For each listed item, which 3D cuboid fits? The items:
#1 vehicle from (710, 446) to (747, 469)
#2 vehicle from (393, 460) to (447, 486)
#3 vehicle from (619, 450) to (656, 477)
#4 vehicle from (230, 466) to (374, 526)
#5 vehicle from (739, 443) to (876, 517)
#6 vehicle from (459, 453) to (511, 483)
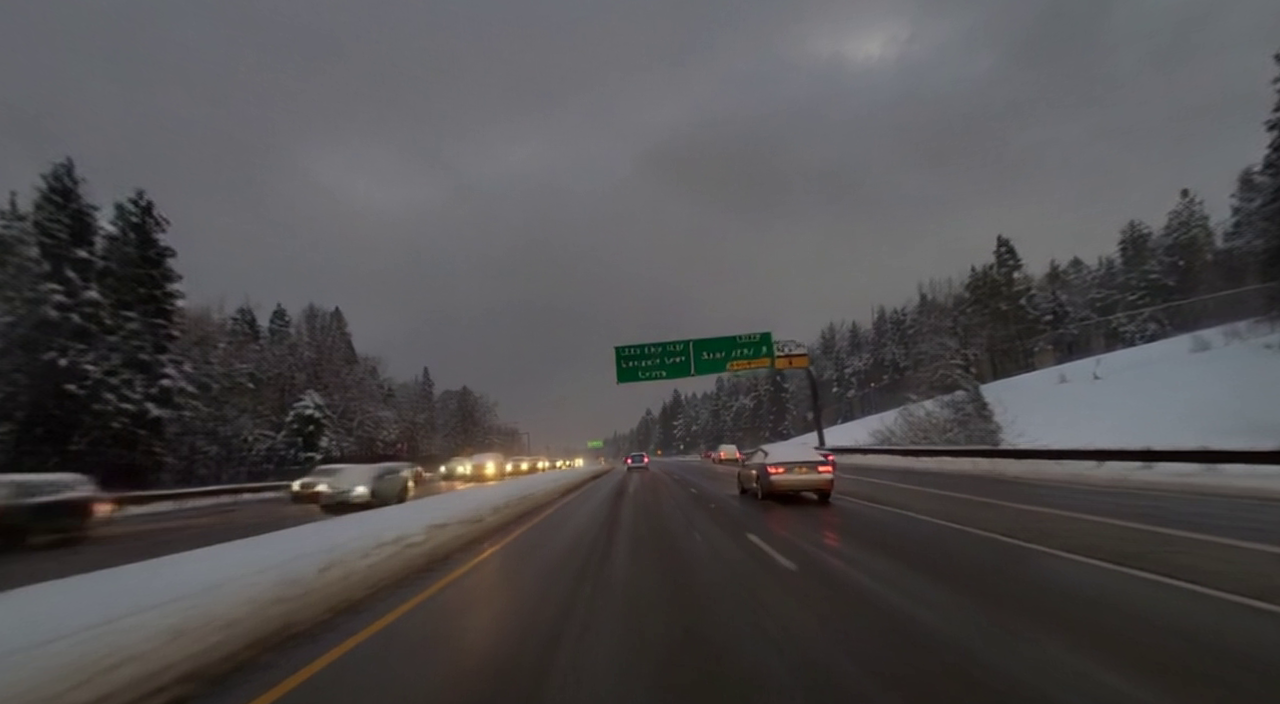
[{"bbox_3d":[6.678,8.024,48.151,2.094,1.652,3.955,0,-9,-3],"label":"vehicle"},{"bbox_3d":[-13.763,7.585,39.818,1.821,1.437,4.457,0,-9,0],"label":"vehicle"},{"bbox_3d":[-0.136,6.588,37.664,2.090,1.510,4.280,0,-9,0],"label":"vehicle"},{"bbox_3d":[-9.874,4.224,18.942,1.940,1.435,4.312,0,-9,0],"label":"vehicle"},{"bbox_3d":[3.775,2.948,15.156,1.972,1.488,4.335,0,-9,-2],"label":"vehicle"},{"bbox_3d":[-10.255,7.675,42.166,2.212,1.815,4.785,0,-9,0],"label":"vehicle"}]
